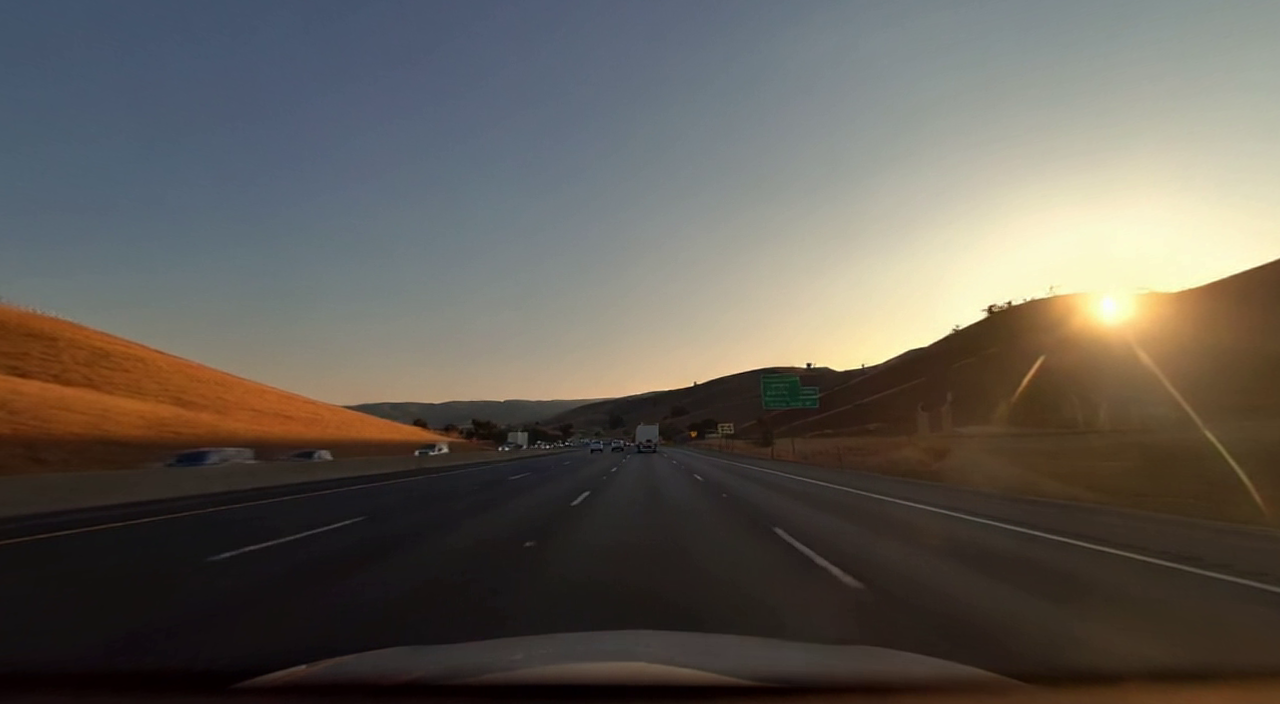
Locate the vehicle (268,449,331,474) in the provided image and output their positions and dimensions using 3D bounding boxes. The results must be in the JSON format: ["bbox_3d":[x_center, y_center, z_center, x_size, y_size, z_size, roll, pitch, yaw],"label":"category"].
[{"bbox_3d":[-24.482,7.861,45.488,1.939,1.663,4.554,0,-8,1],"label":"vehicle"}]

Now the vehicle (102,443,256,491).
[{"bbox_3d":[-17.094,4.234,23.798,2.011,1.603,4.968,0,-8,1],"label":"vehicle"}]
